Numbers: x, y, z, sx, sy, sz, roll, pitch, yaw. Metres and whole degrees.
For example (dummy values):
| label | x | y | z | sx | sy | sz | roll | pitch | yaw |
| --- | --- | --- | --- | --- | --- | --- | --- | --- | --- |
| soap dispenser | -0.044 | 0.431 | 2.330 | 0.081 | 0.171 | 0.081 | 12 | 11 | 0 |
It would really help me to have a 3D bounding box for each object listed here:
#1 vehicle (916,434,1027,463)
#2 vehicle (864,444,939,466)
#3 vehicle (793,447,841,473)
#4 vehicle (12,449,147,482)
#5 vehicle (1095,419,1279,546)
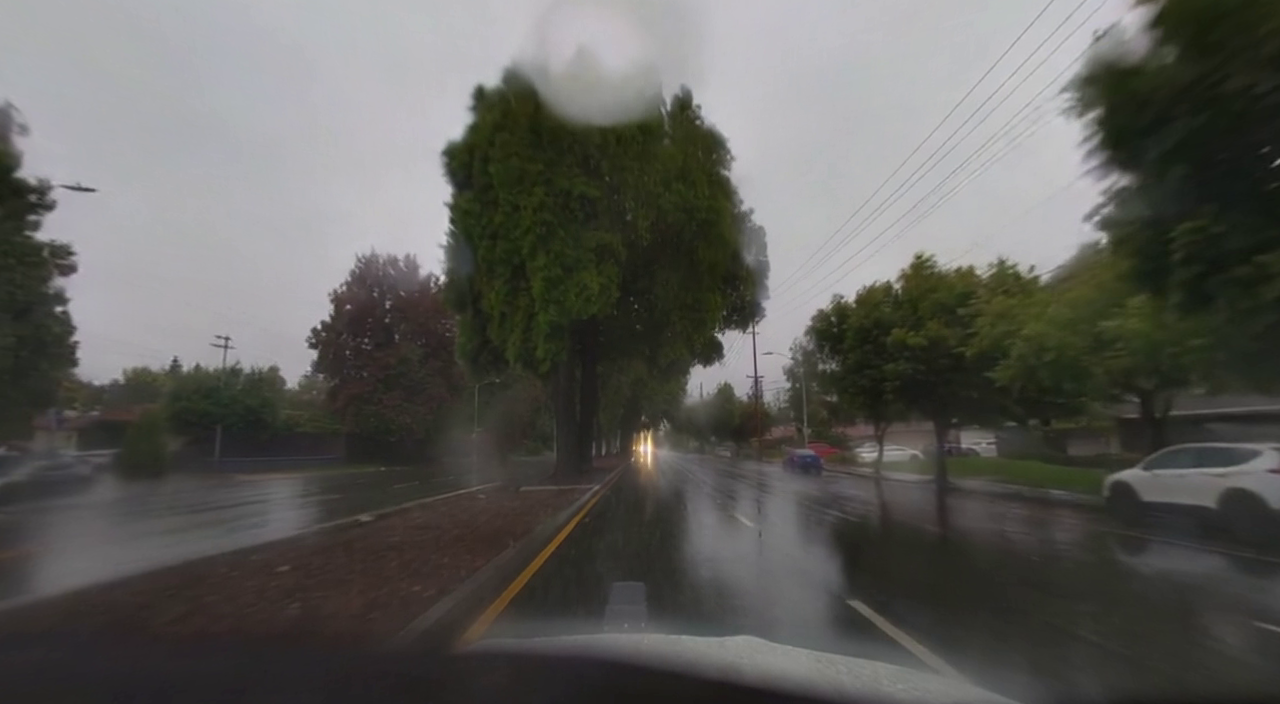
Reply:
| label | x | y | z | sx | sy | sz | roll | pitch | yaw |
| --- | --- | --- | --- | --- | --- | --- | --- | --- | --- |
| vehicle | 23.169 | 6.753 | 44.271 | 6.075 | 1.933 | 3.018 | 0 | -8 | 1 |
| vehicle | 20.141 | 7.939 | 48.740 | 4.897 | 1.608 | 2.005 | 0 | -8 | 0 |
| vehicle | 11.981 | 7.345 | 43.016 | 1.929 | 1.489 | 4.777 | 4 | -8 | 1 |
| vehicle | -28.175 | 5.686 | 31.789 | 4.722 | 1.533 | 2.182 | 0 | -8 | 0 |
| vehicle | 11.655 | 2.406 | 12.237 | 2.568 | 2.038 | 4.088 | 0 | -8 | 2 |
